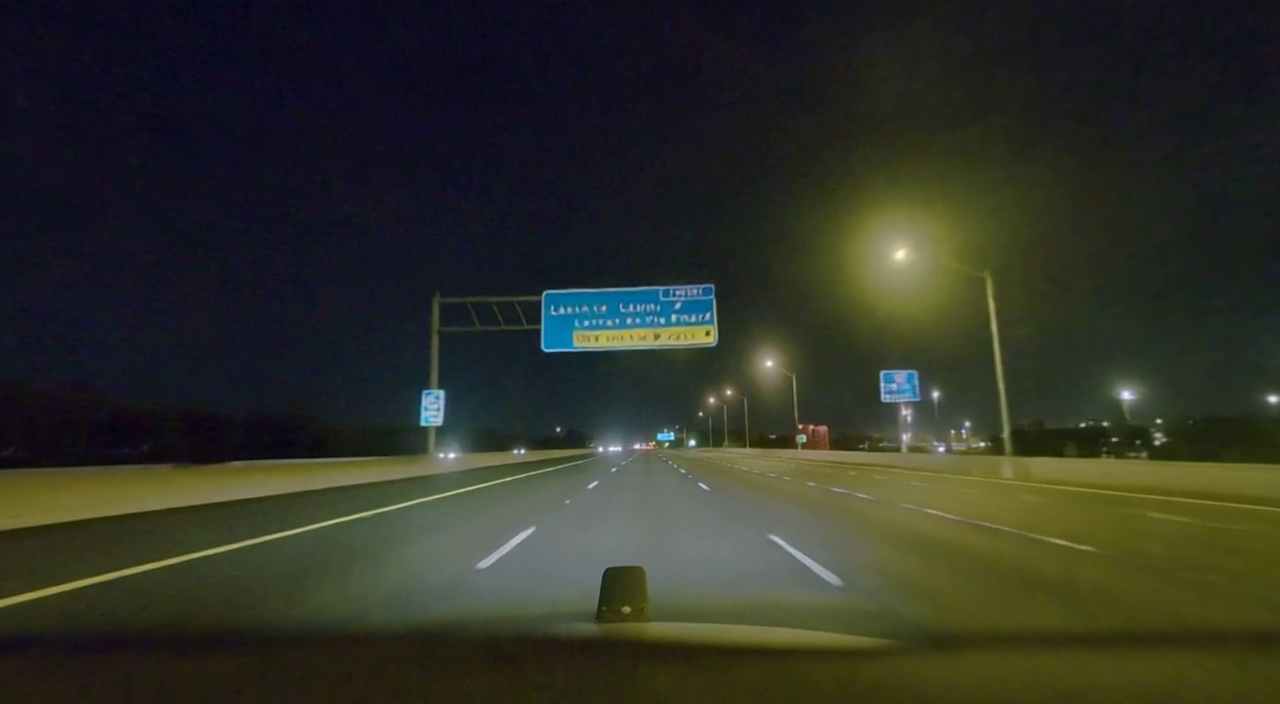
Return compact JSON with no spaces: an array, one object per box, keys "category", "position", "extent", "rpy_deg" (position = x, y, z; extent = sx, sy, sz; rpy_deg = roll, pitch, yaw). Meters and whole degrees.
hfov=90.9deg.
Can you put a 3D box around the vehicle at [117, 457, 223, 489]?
[{"category":"vehicle","position":[-25.286,6.501,34.156],"extent":[1.963,1.500,4.793],"rpy_deg":[-1,-8,1]}]
